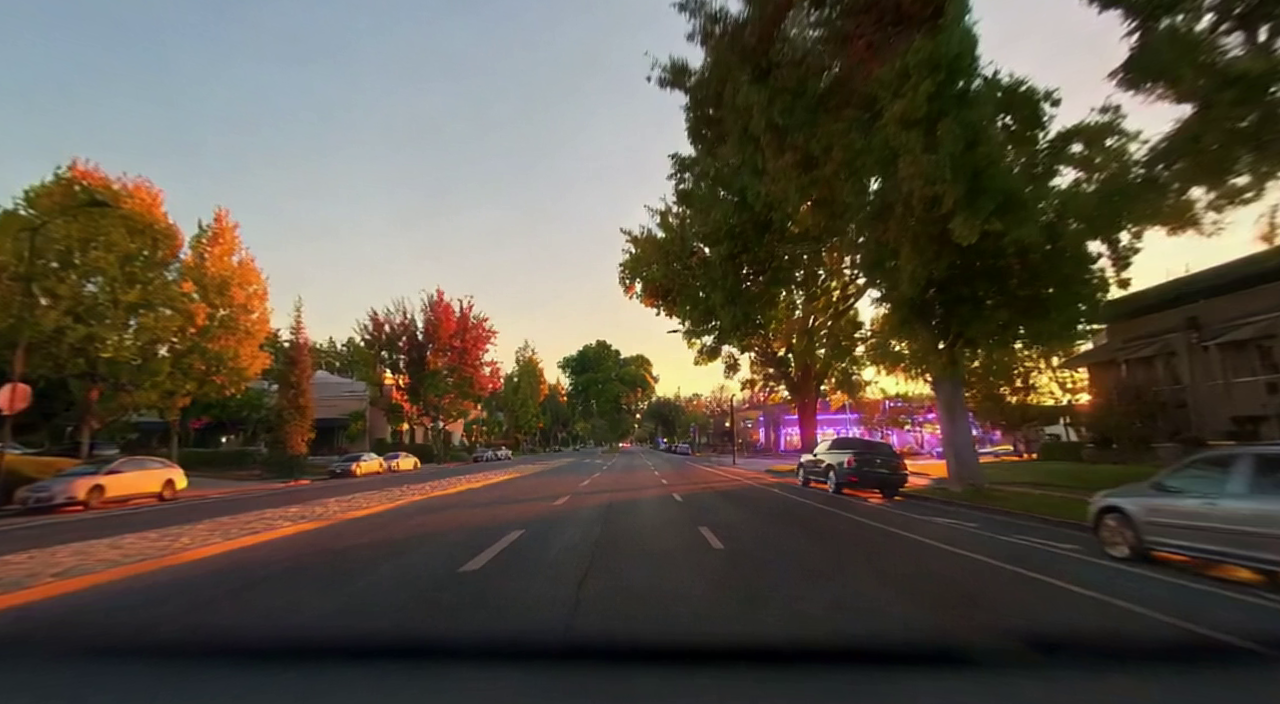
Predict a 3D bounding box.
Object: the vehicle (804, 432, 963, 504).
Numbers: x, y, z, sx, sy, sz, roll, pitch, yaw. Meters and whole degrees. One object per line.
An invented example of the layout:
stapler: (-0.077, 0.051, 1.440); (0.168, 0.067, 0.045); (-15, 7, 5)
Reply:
vehicle: (7.346, 3.588, 20.090); (2.610, 1.915, 6.019); (0, -9, 0)

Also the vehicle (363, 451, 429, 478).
vehicle: (-14.731, 6.822, 38.484); (2.124, 1.501, 4.807); (0, -9, -1)

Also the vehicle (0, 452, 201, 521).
vehicle: (-14.840, 3.642, 17.713); (1.936, 1.646, 4.375); (0, -9, -1)

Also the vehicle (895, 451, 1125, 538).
vehicle: (7.274, 2.808, 13.153); (1.845, 1.428, 4.668); (0, -9, -2)

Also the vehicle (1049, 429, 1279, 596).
vehicle: (7.389, 1.734, 7.180); (1.975, 1.656, 5.200); (0, -9, 0)

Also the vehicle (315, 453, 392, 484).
vehicle: (-14.889, 6.045, 33.119); (1.836, 1.473, 4.413); (-1, -9, 2)
